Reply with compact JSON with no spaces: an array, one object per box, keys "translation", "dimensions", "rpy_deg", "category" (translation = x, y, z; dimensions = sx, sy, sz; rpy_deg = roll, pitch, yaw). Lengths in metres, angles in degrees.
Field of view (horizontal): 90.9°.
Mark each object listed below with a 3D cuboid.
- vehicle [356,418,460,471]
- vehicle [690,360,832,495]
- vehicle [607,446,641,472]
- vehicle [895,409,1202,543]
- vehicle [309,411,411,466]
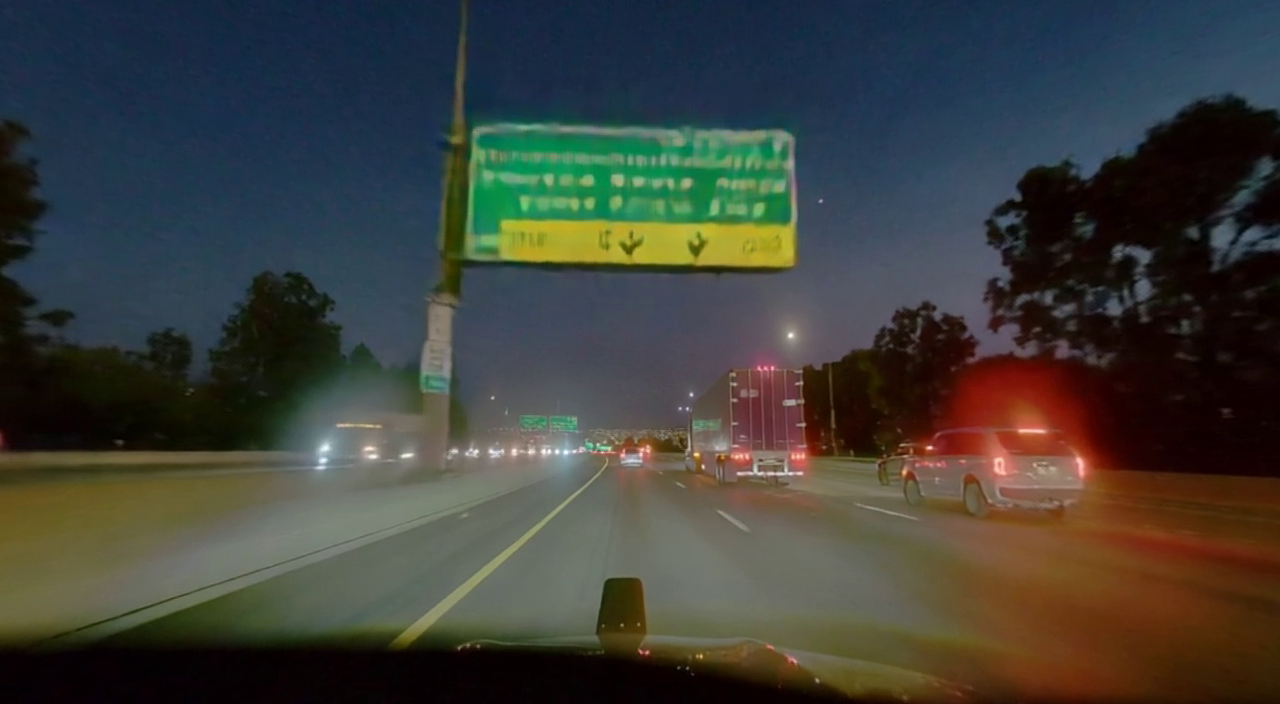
[{"translation":[-8.801,3.607,24.428],"dimensions":[2.221,1.825,4.781],"rpy_deg":[0,-9,0],"category":"vehicle"},{"translation":[4.166,3.325,25.905],"dimensions":[2.890,4.006,14.039],"rpy_deg":[0,-9,-1],"category":"vehicle"},{"translation":[-1.012,6.970,41.235],"dimensions":[2.111,1.599,3.859],"rpy_deg":[0,-9,-1],"category":"vehicle"},{"translation":[6.844,2.153,11.526],"dimensions":[2.128,1.872,5.043],"rpy_deg":[0,-9,-1],"category":"vehicle"},{"translation":[-16.020,5.091,36.730],"dimensions":[2.609,2.862,7.328],"rpy_deg":[0,-9,-1],"category":"vehicle"}]
